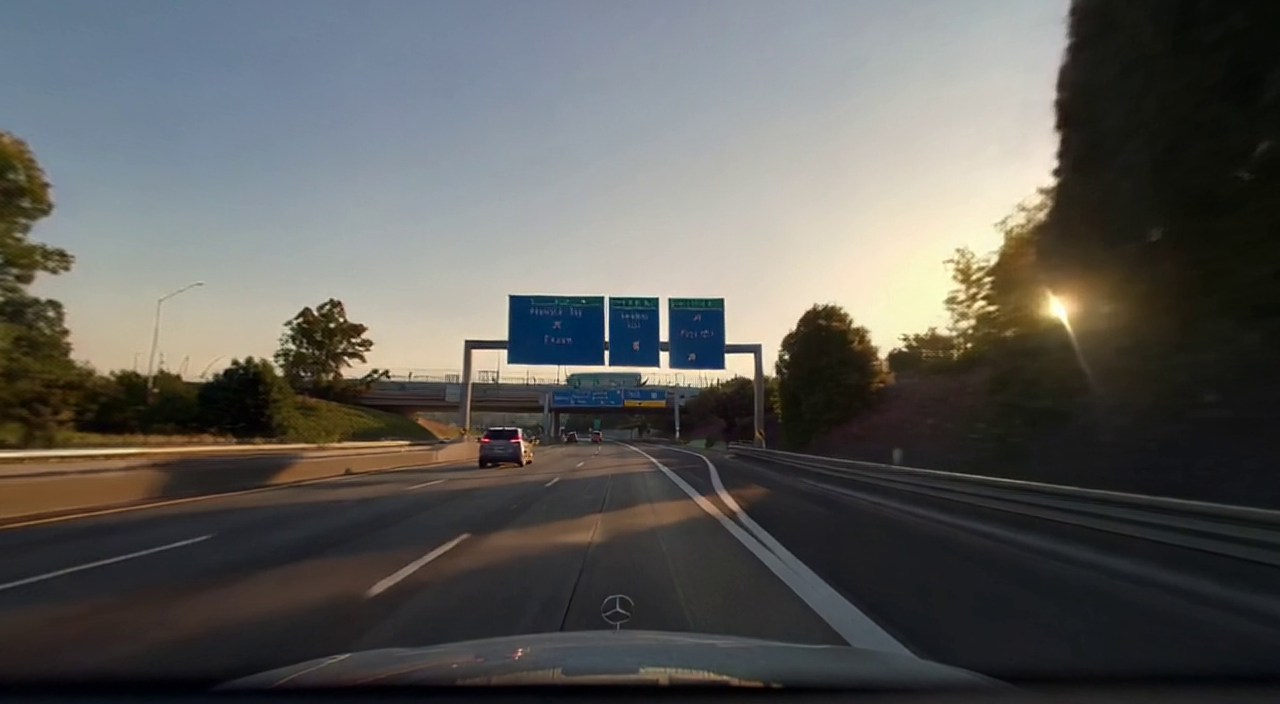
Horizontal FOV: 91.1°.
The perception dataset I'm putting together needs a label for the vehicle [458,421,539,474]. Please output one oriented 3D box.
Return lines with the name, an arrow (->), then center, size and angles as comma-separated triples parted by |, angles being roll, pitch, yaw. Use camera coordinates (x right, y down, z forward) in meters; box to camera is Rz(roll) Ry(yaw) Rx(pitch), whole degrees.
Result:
vehicle -> -4.955, 3.397, 22.591 | 2.007, 1.727, 4.040 | 0, -8, 0
